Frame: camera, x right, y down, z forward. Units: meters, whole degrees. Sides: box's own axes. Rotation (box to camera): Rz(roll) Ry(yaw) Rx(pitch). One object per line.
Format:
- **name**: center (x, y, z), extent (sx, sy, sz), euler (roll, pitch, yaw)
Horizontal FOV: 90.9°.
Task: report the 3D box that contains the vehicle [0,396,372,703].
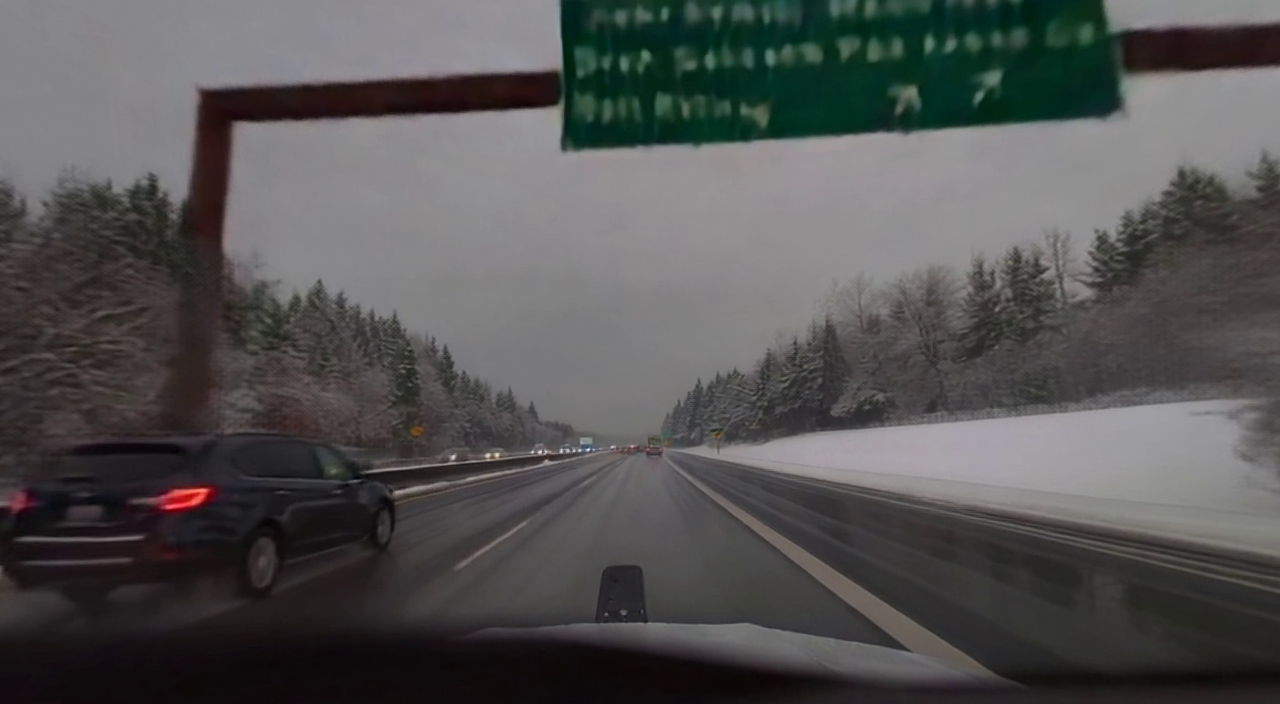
- **vehicle**: center (-4.047, 1.302, 5.034), extent (1.936, 1.545, 4.116), euler (0, -9, 1)
